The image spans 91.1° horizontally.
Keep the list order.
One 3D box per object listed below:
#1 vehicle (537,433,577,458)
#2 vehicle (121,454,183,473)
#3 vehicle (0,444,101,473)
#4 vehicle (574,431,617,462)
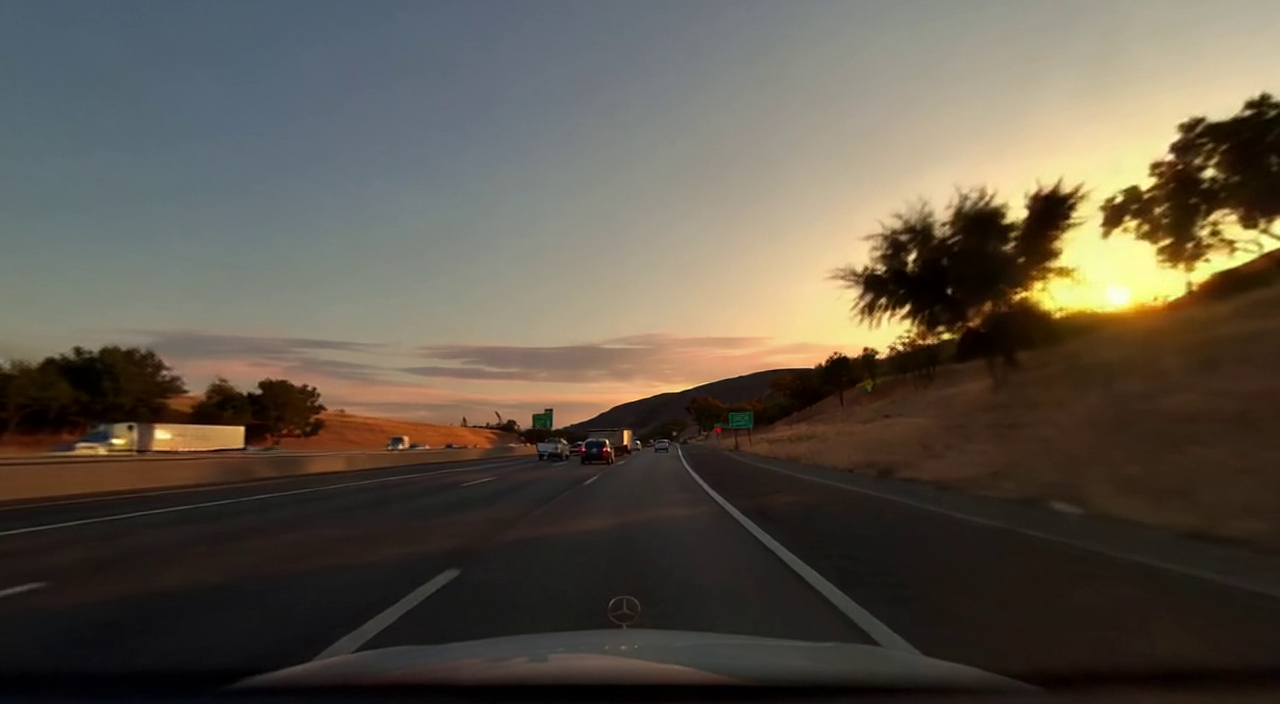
[{"bbox_3d":[-6.027,6.883,46.058,2.078,1.729,4.722,0,-8,3],"label":"vehicle"},{"bbox_3d":[-36.557,8.336,47.147,1.550,1.275,3.866,-1,-8,0],"label":"vehicle"},{"bbox_3d":[-40.853,7.298,43.335,2.024,1.820,5.703,0,-8,2],"label":"vehicle"},{"bbox_3d":[-2.622,5.719,37.892,2.194,1.766,3.720,0,-8,2],"label":"vehicle"}]
